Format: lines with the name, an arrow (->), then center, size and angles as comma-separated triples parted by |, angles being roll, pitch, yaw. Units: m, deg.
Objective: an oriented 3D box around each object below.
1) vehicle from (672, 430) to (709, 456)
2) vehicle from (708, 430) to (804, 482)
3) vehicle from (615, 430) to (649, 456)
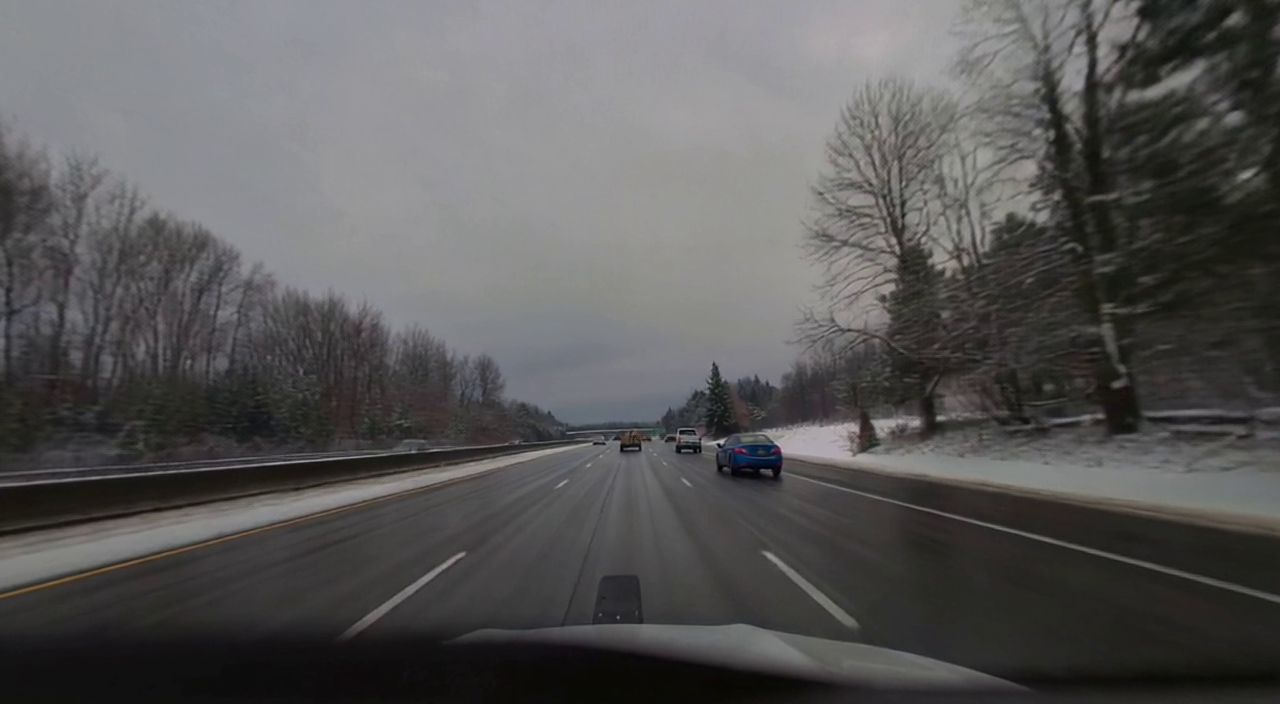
vehicle -> 3.419, 6.284, 43.480 | 2.098, 1.677, 4.275 | 0, -8, -2
vehicle -> 3.555, 3.278, 20.269 | 2.056, 1.479, 4.660 | 0, -8, -2
vehicle -> -0.545, 6.102, 42.303 | 2.182, 1.680, 4.253 | 0, -8, -1
